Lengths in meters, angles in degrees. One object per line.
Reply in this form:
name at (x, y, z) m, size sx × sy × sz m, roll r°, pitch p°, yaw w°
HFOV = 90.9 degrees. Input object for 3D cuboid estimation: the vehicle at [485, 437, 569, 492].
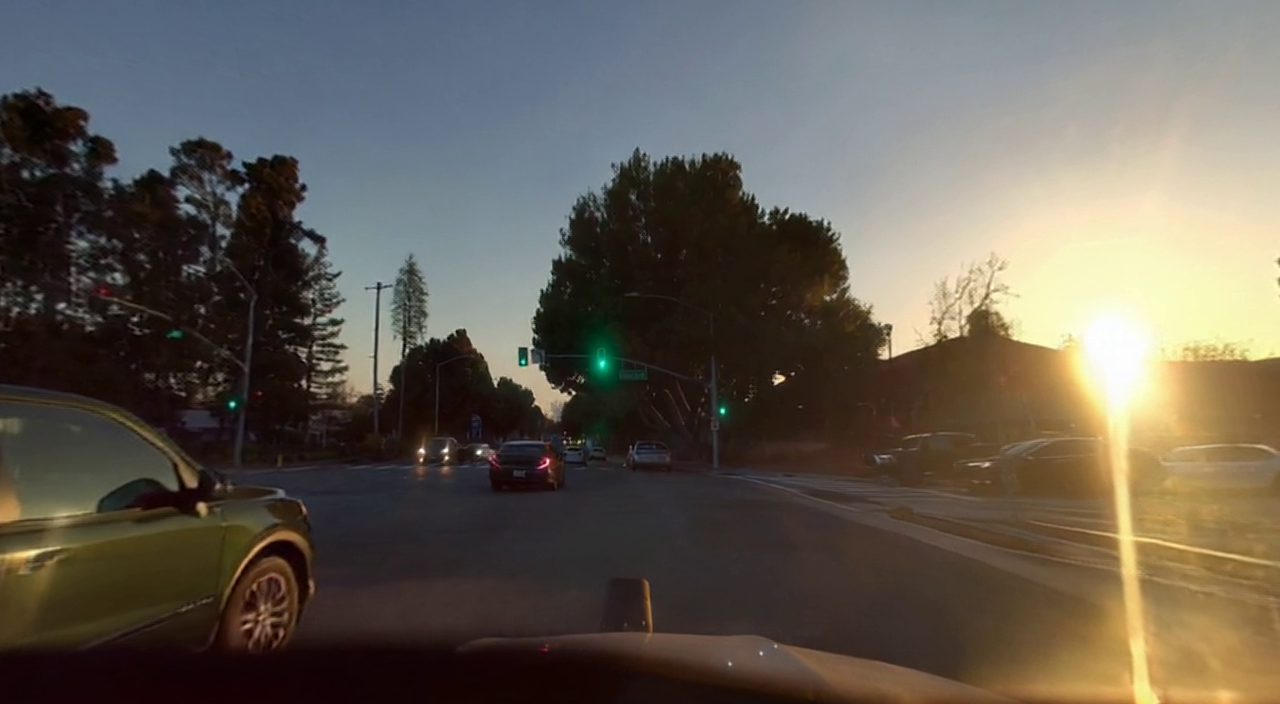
vehicle at (-3.379, 3.423, 19.548) m, size 1.960 × 1.528 × 3.490 m, roll 0°, pitch -8°, yaw 0°

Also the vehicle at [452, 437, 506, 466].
vehicle at (-9.905, 6.143, 39.164) m, size 1.990 × 1.658 × 4.569 m, roll 0°, pitch -8°, yaw 1°

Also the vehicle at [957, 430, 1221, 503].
vehicle at (10.933, 2.861, 15.664) m, size 4.875 × 1.473 × 2.077 m, roll -2°, pitch -11°, yaw -1°

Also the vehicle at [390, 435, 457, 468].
vehicle at (-13.461, 6.189, 39.569) m, size 2.039 × 1.904 × 5.701 m, roll 0°, pitch -8°, yaw 2°

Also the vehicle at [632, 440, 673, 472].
vehicle at (0.665, 5.818, 35.394) m, size 2.163 × 1.678 × 3.846 m, roll 0°, pitch -8°, yaw 0°

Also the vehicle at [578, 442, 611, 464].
vehicle at (-3.178, 7.143, 44.851) m, size 2.013 × 1.474 × 4.393 m, roll 0°, pitch -8°, yaw 1°

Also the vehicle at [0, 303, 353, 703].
vehicle at (-3.138, 0.740, 2.047) m, size 2.190 × 1.766 × 4.649 m, roll 0°, pitch -8°, yaw 0°
